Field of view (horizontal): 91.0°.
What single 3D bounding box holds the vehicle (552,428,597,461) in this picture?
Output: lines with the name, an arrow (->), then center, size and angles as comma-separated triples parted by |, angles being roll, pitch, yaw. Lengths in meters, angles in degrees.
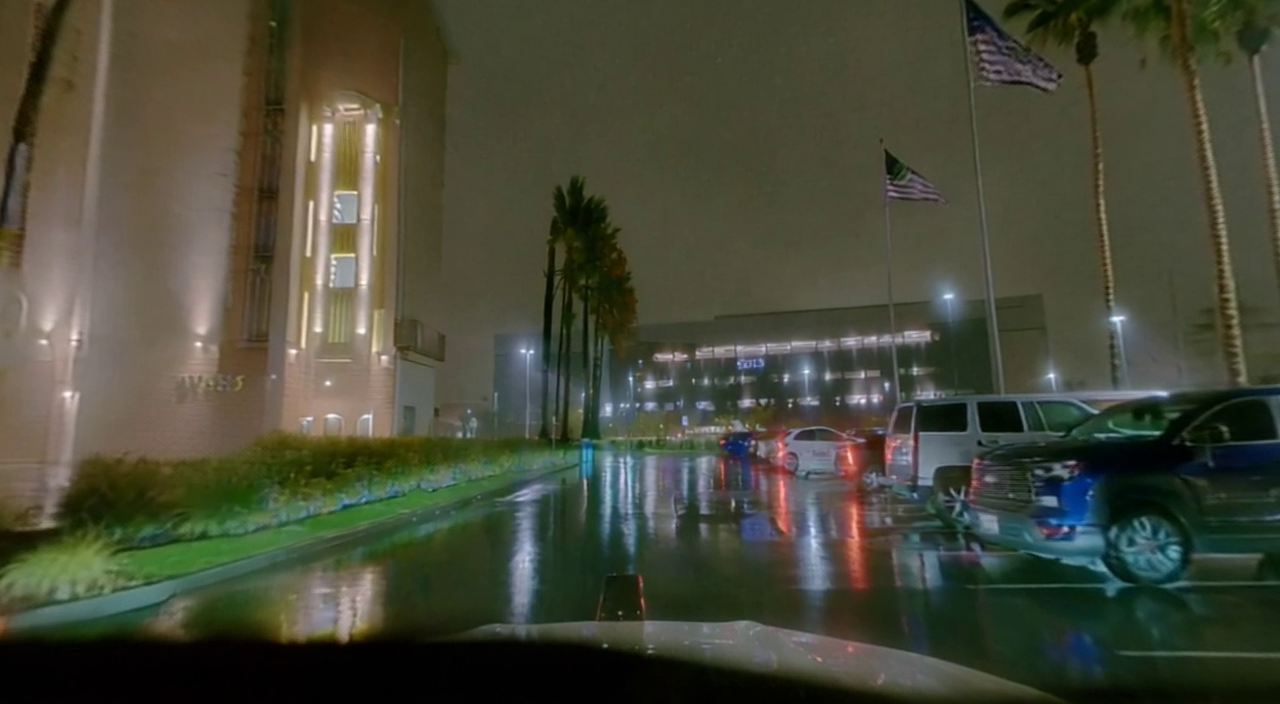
vehicle -> -4.143, 5.881, 40.308 | 1.943, 1.890, 4.472 | 1, -7, 6

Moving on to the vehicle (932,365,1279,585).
vehicle -> 5.541, 1.097, 5.934 | 4.567, 1.723, 1.926 | -1, -9, 4

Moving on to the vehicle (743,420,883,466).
vehicle -> 6.958, 3.763, 25.856 | 5.254, 1.793, 1.998 | -1, -9, 8
